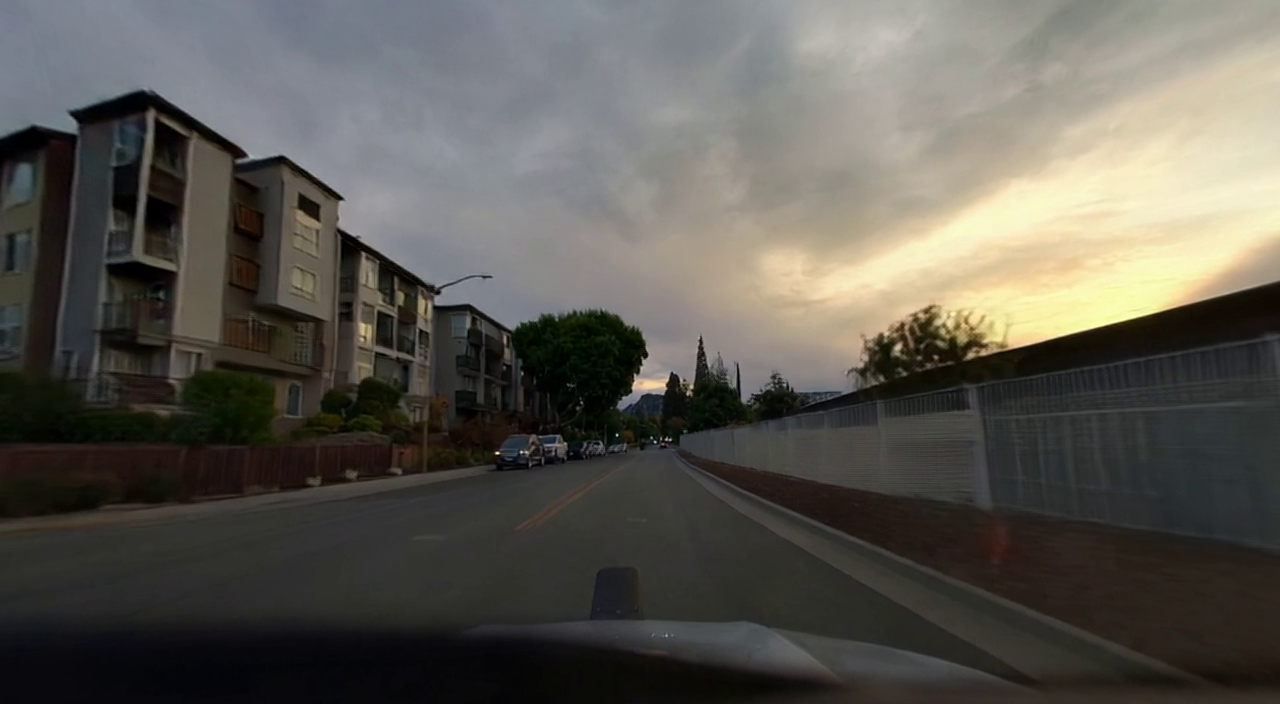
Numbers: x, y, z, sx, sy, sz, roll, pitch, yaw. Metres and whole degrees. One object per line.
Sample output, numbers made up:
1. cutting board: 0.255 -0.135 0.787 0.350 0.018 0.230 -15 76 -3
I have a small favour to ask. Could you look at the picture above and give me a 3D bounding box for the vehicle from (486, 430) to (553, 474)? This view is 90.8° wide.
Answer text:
1. vehicle: -5.954 5.020 31.958 2.192 1.965 4.917 2 -8 3
